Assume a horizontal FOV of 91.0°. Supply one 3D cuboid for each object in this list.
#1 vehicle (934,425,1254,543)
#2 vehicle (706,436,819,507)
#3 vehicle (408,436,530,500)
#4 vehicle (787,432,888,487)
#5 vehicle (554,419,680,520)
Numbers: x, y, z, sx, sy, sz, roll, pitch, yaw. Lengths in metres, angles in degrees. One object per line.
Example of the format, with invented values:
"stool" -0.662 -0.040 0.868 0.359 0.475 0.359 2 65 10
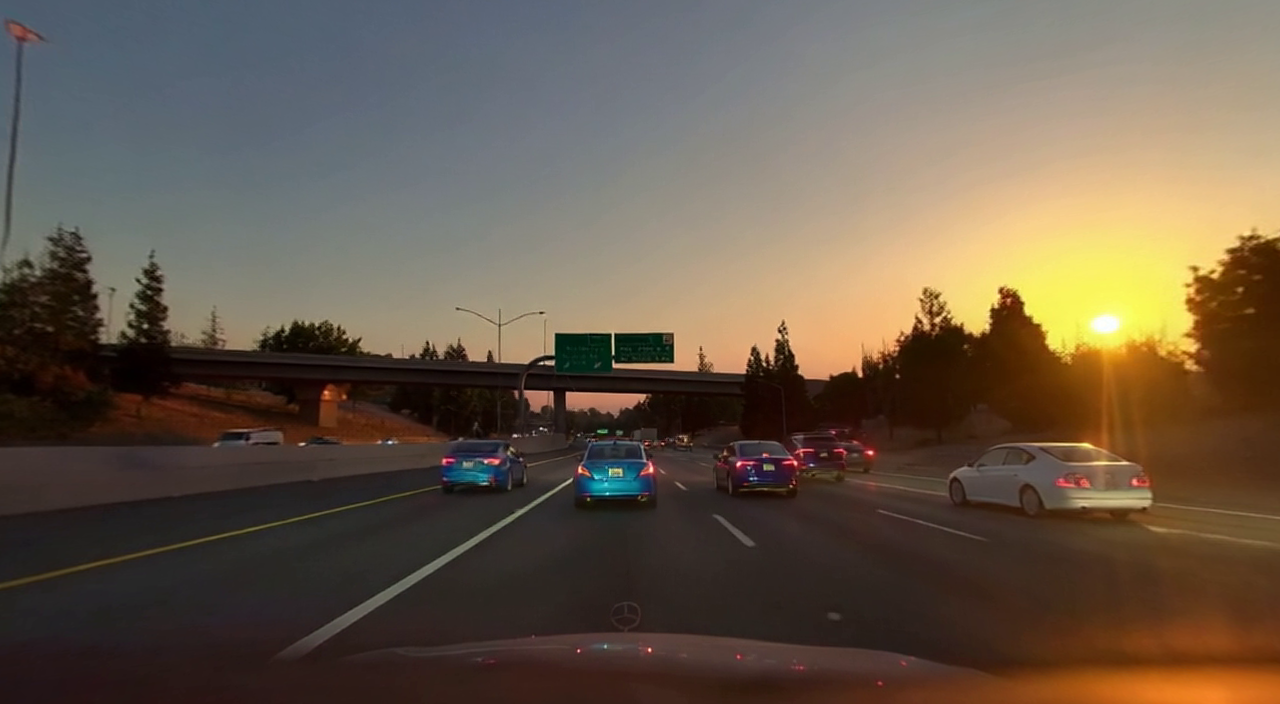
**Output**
"vehicle" 7.547 2.234 11.304 2.106 1.641 4.671 1 -9 -2
"vehicle" 2.912 2.947 15.973 1.975 1.532 4.227 1 -9 -1
"vehicle" -4.605 3.205 17.815 2.071 1.537 4.912 0 -9 0
"vehicle" 6.861 3.805 22.439 2.022 1.735 4.400 1 -9 -2
"vehicle" -0.420 2.346 13.010 2.181 1.728 3.970 0 -9 -1
